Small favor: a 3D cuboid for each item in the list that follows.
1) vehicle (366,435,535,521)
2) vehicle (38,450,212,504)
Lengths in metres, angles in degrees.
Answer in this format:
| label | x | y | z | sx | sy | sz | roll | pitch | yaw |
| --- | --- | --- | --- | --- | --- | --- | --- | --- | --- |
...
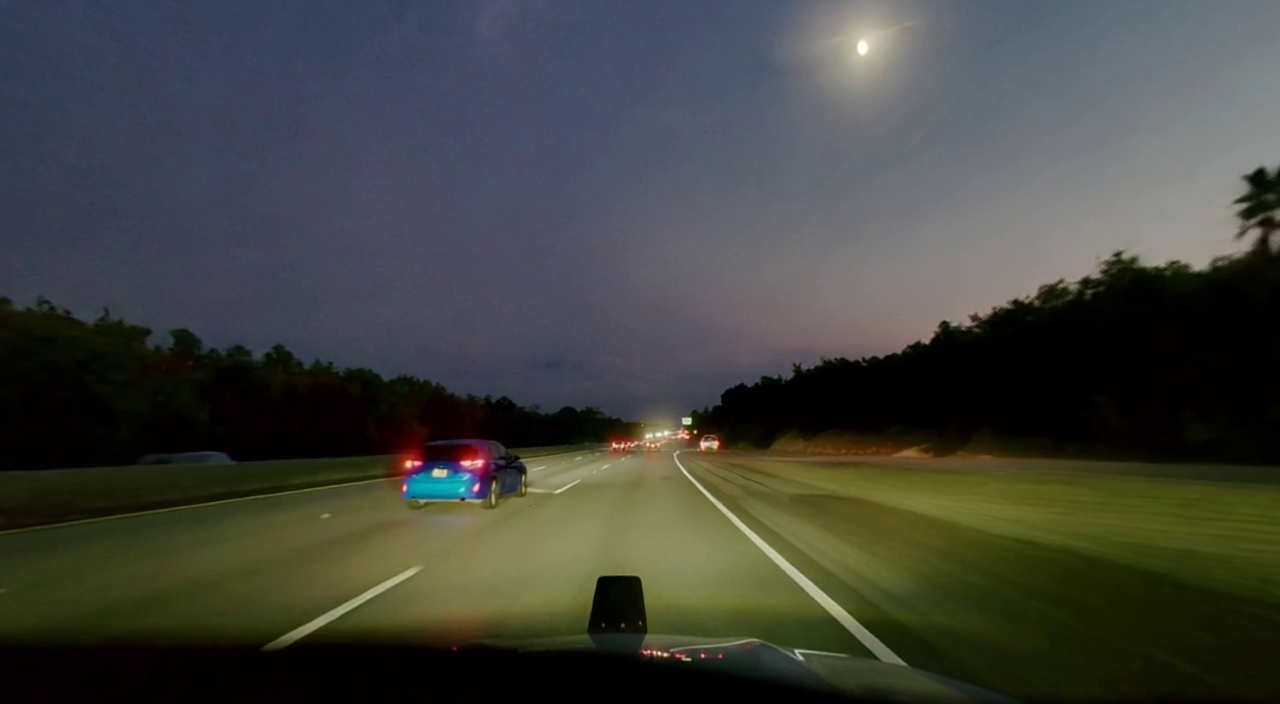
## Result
| label | x | y | z | sx | sy | sz | roll | pitch | yaw |
| --- | --- | --- | --- | --- | --- | --- | --- | --- | --- |
| vehicle | -3.609 | 2.478 | 13.016 | 1.996 | 1.454 | 4.495 | 0 | -8 | 2 |
| vehicle | -15.599 | 3.765 | 19.420 | 1.914 | 1.449 | 4.033 | 0 | -8 | 0 |
